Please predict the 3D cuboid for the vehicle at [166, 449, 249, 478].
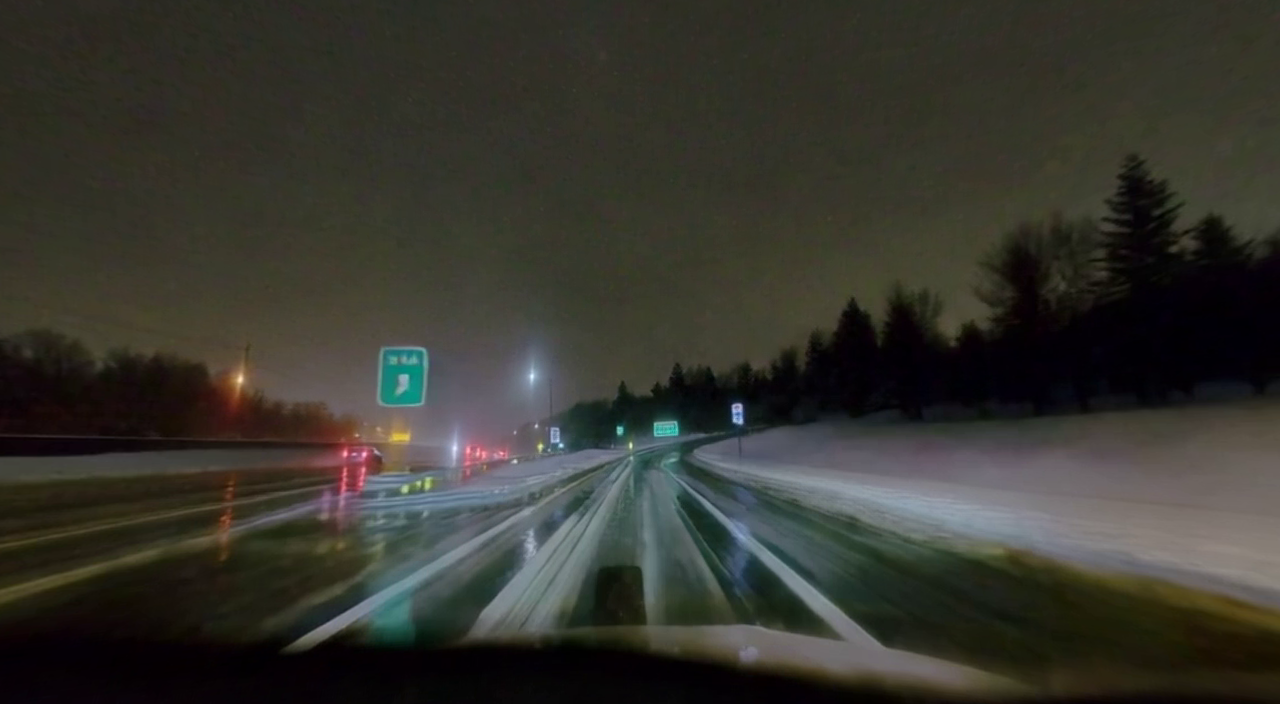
[{"bbox_3d":[-29.180,7.536,42.747,2.220,1.806,5.471,1,-9,-6],"label":"vehicle"}]
